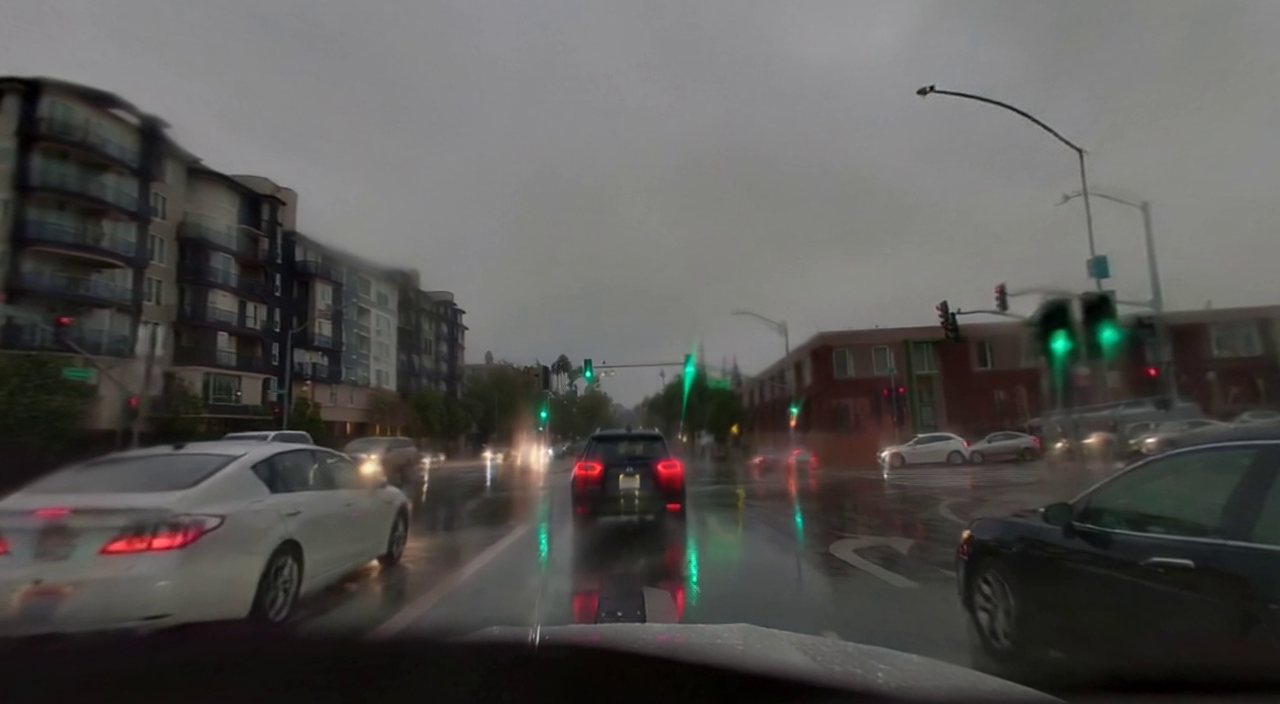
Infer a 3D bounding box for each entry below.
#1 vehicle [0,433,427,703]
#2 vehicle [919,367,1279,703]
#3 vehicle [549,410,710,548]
[{"bbox_3d":[-3.758,1.532,5.695,2.055,1.488,4.733,0,-8,0],"label":"vehicle"},{"bbox_3d":[3.160,0.948,2.792,1.906,1.608,4.137,0,-8,-1],"label":"vehicle"},{"bbox_3d":[-0.156,2.138,11.403,2.206,1.858,5.332,0,-8,0],"label":"vehicle"}]
